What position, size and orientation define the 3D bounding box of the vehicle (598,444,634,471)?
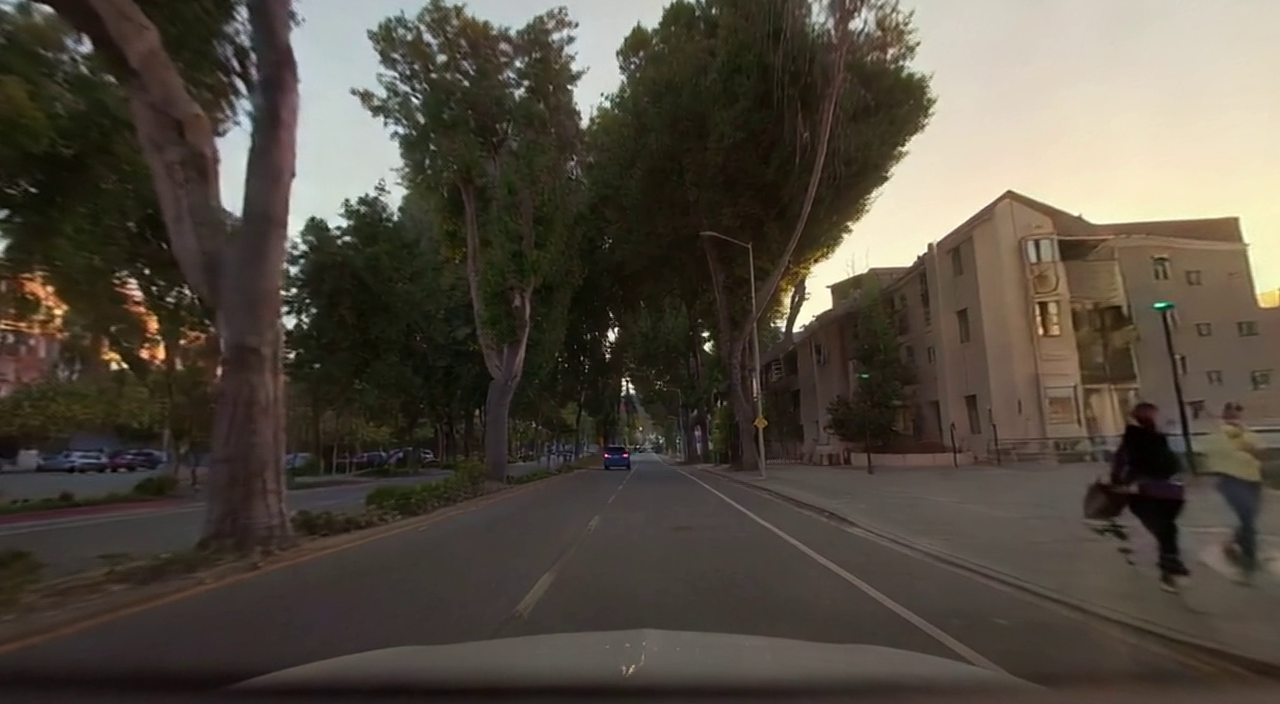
[{"bbox_3d":[-1.676,7.665,45.946,2.294,1.859,5.127,0,-9,1],"label":"vehicle"}]
